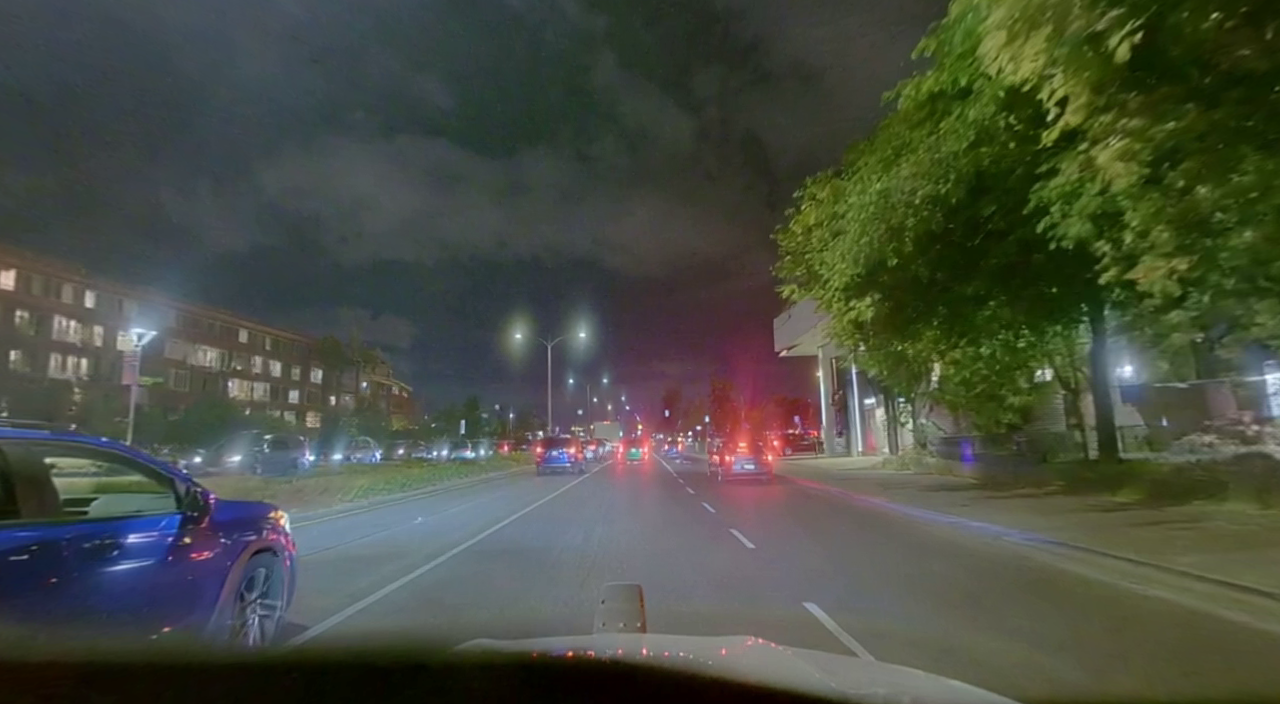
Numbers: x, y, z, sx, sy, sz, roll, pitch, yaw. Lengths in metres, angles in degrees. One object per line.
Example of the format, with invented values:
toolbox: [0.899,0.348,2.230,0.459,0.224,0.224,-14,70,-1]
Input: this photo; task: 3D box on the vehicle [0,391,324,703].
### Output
vehicle: [-3.268,0.874,2.105,2.094,1.483,4.510,0,-8,-1]

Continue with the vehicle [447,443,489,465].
vehicle: [-12.465,7.402,45.819,1.843,1.509,4.301,0,-8,0]

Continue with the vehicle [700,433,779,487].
vehicle: [3.097,3.448,20.264,1.847,1.554,3.885,0,-8,-1]

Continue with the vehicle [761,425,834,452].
vehicle: [12.072,6.683,48.252,4.991,1.978,2.090,-8,-12,43]

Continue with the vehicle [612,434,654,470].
vehicle: [-0.324,5.189,32.728,2.022,1.700,4.084,0,-8,0]

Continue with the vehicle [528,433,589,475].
vehicle: [-3.516,4.536,28.047,2.047,1.710,4.314,0,-8,1]

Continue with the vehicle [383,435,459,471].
vehicle: [-12.305,5.726,35.823,2.245,1.908,5.613,0,-8,1]

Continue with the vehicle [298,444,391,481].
vehicle: [-12.574,4.713,27.047,1.824,1.447,4.442,0,-8,0]
